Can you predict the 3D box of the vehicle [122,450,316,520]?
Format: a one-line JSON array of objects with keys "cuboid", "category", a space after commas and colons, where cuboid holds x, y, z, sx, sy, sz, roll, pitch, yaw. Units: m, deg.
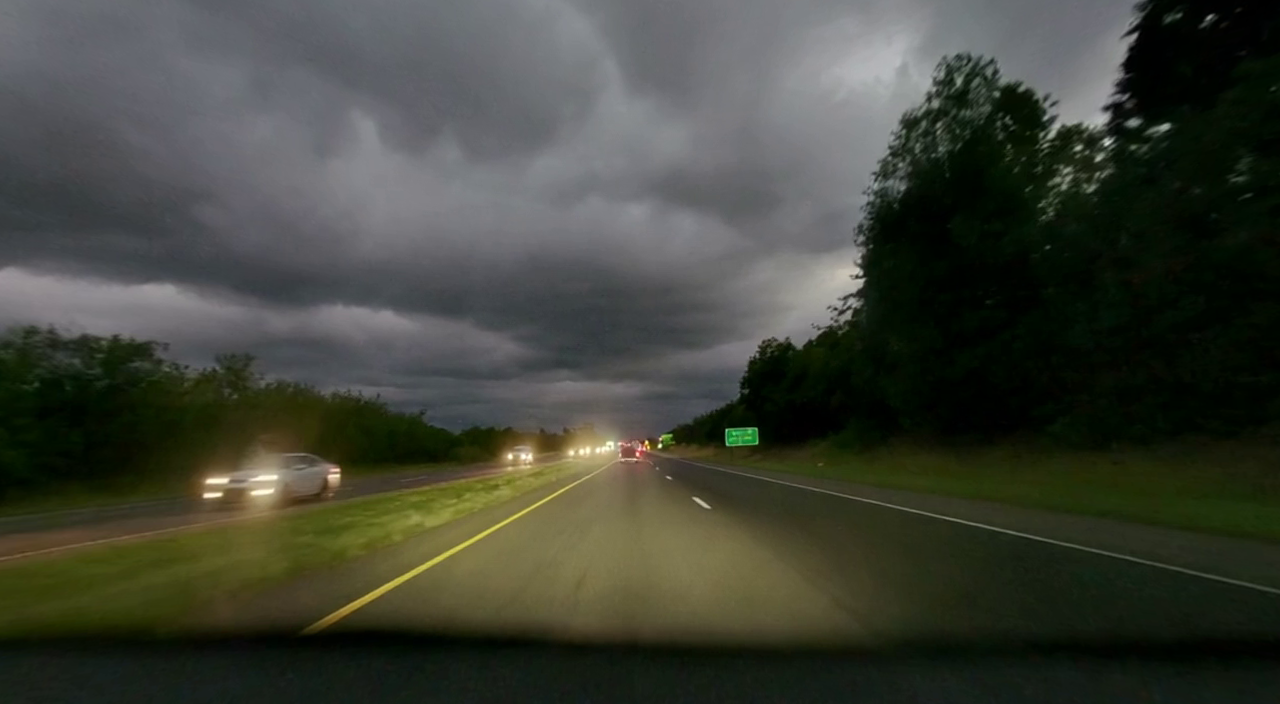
[{"cuboid": [-10.800, 3.393, 16.625, 1.938, 1.555, 4.651, 0, -9, 0], "category": "vehicle"}]
